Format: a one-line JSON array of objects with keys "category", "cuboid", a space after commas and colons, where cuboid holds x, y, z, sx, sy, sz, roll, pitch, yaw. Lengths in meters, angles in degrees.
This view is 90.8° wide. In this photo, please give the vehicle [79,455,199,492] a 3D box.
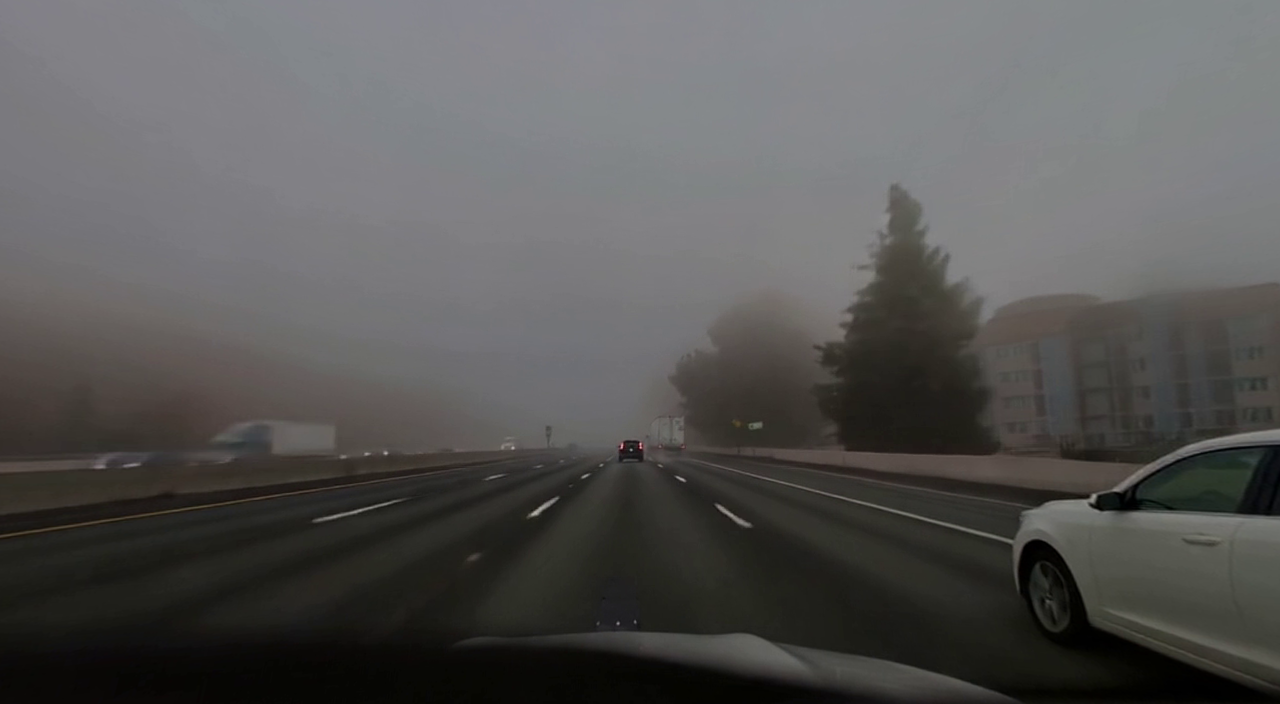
[{"category": "vehicle", "cuboid": [-22.226, 5.390, 28.277, 1.810, 1.425, 4.316, 0, -8, 0]}]

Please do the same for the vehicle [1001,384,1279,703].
[{"category": "vehicle", "cuboid": [3.646, 0.899, 2.375, 1.950, 1.596, 4.326, 0, -8, -1]}]

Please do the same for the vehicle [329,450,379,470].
[{"category": "vehicle", "cuboid": [-22.367, 8.442, 49.587, 1.865, 1.461, 4.393, 0, -8, 0]}]

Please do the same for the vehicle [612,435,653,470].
[{"category": "vehicle", "cuboid": [-0.467, 5.907, 37.370, 2.297, 1.912, 4.355, 0, -8, -1]}]

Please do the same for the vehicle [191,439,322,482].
[{"category": "vehicle", "cuboid": [-18.147, 5.144, 30.402, 2.356, 1.839, 6.133, 0, -8, 2]}]
